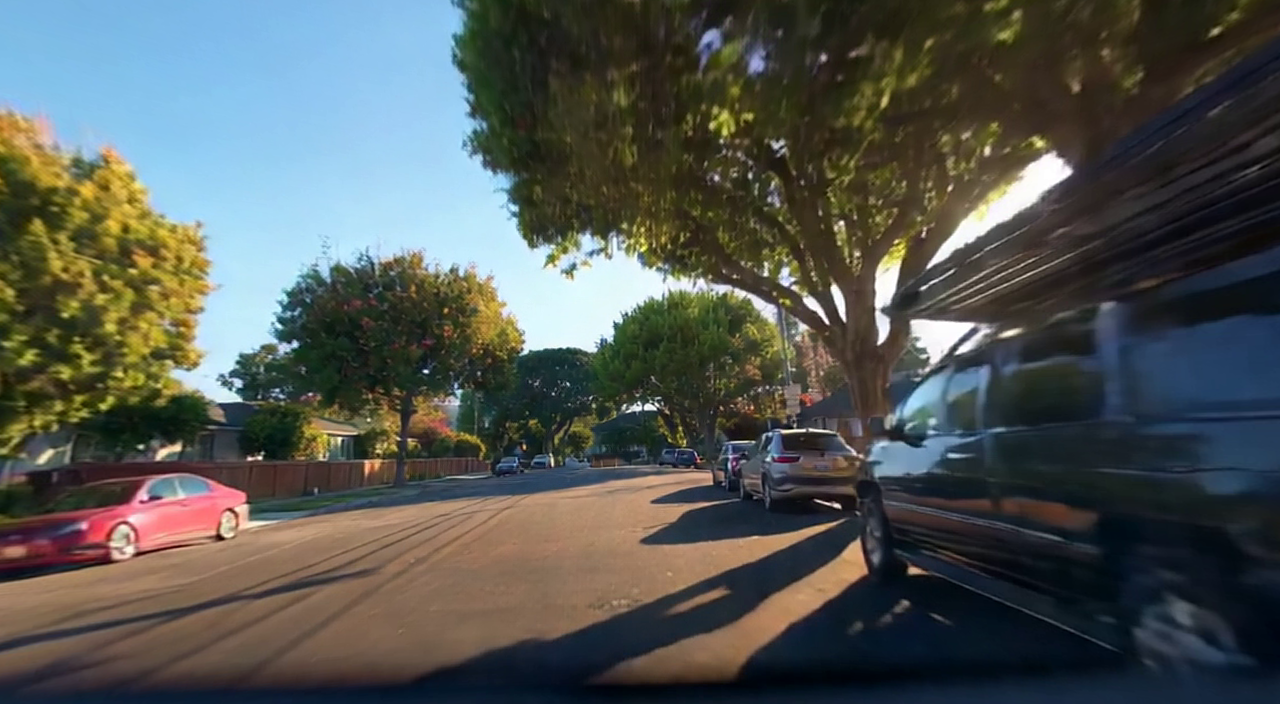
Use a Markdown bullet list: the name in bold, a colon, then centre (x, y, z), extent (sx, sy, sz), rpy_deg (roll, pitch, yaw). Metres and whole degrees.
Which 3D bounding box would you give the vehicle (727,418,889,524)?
- **vehicle**: centre (3.120, 2.334, 12.868), extent (1.928, 1.751, 4.537), rpy_deg (0, -9, -1)

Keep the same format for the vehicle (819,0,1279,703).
- **vehicle**: centre (3.152, 0.570, 3.961), extent (2.388, 2.604, 6.241), rpy_deg (0, -9, 2)

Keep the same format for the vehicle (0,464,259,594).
- **vehicle**: centre (-8.431, 2.745, 10.401), extent (1.839, 1.384, 4.124), rpy_deg (-7, -7, -2)

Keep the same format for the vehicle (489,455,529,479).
- **vehicle**: centre (-8.753, 7.703, 42.480), extent (1.937, 1.427, 4.510), rpy_deg (0, -9, -3)

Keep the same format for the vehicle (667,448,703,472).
- **vehicle**: centre (2.951, 7.218, 42.417), extent (1.927, 1.529, 4.144), rpy_deg (0, -9, -3)
